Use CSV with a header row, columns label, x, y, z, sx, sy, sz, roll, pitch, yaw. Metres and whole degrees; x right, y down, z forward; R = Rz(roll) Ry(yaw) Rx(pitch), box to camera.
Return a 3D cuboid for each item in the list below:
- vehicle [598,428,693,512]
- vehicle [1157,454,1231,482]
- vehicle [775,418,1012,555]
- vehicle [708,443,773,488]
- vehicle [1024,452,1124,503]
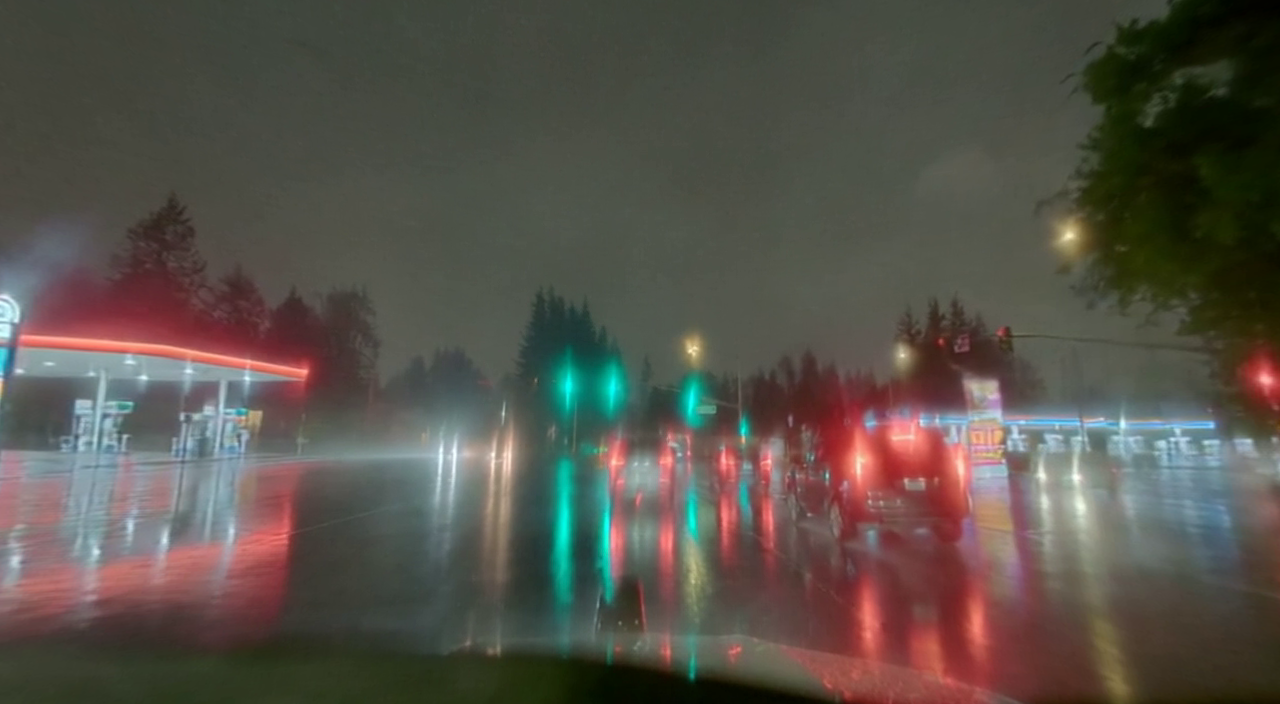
label,x,y,z,sx,sy,sz,roll,pitch,yaw
vehicle,0.101,2.871,15.762,2.051,1.798,4.168,0,-8,-1
vehicle,34.656,7.196,39.355,4.636,1.542,2.096,5,-10,-32
vehicle,3.741,2.049,10.306,2.000,1.745,4.206,0,-8,-2
vehicle,3.801,4.346,24.392,1.800,1.592,3.658,0,-8,-2
vehicle,14.668,4.189,21.548,2.057,1.473,4.462,-4,-9,25
